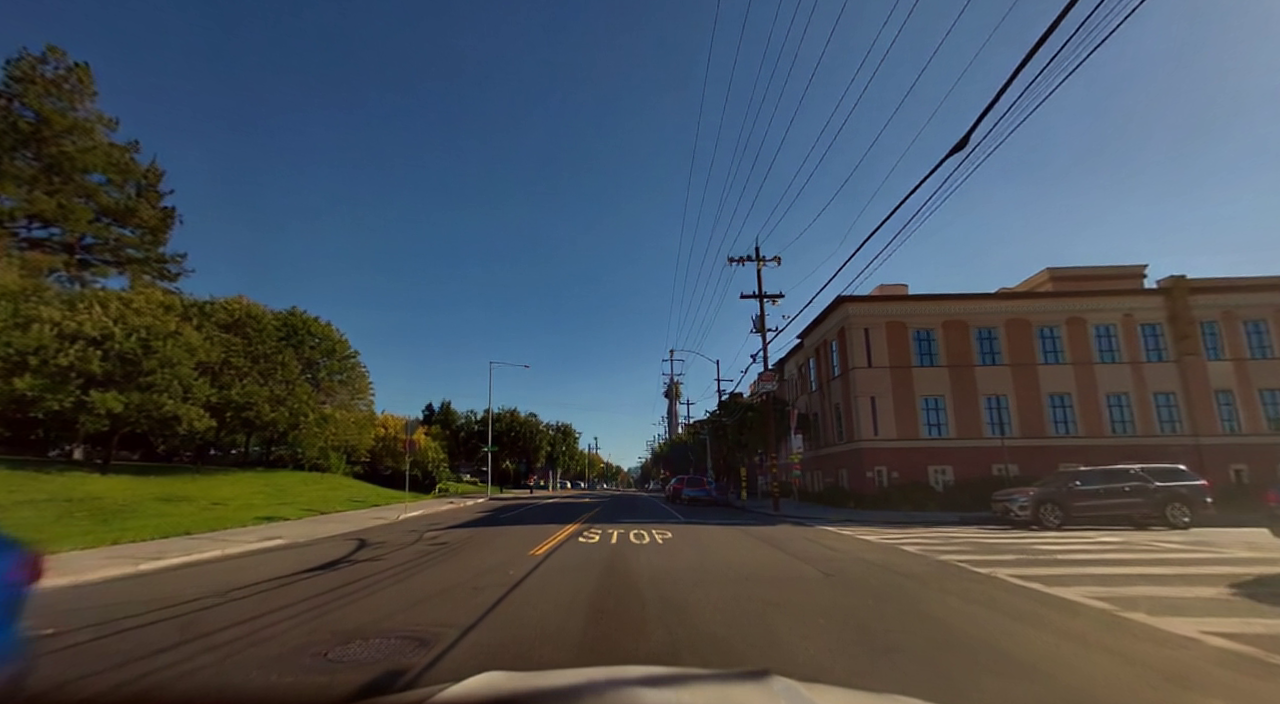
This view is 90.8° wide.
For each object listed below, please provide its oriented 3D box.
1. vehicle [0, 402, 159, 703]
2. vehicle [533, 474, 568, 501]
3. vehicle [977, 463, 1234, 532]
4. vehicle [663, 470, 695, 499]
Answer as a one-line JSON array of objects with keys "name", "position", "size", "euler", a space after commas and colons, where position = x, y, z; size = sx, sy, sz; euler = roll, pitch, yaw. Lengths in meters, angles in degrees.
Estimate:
[{"name": "vehicle", "position": [-3.213, 0.768, 0.860], "size": [1.911, 1.563, 4.057], "euler": [0, -8, 0]}, {"name": "vehicle", "position": [-6.640, 10.087, 47.118], "size": [1.913, 1.682, 4.365], "euler": [0, -8, 1]}, {"name": "vehicle", "position": [11.417, 3.560, 15.770], "size": [4.771, 1.492, 2.107], "euler": [0, -8, -3]}, {"name": "vehicle", "position": [2.831, 9.739, 46.563], "size": [1.953, 1.774, 5.008], "euler": [0, -8, -1]}]
